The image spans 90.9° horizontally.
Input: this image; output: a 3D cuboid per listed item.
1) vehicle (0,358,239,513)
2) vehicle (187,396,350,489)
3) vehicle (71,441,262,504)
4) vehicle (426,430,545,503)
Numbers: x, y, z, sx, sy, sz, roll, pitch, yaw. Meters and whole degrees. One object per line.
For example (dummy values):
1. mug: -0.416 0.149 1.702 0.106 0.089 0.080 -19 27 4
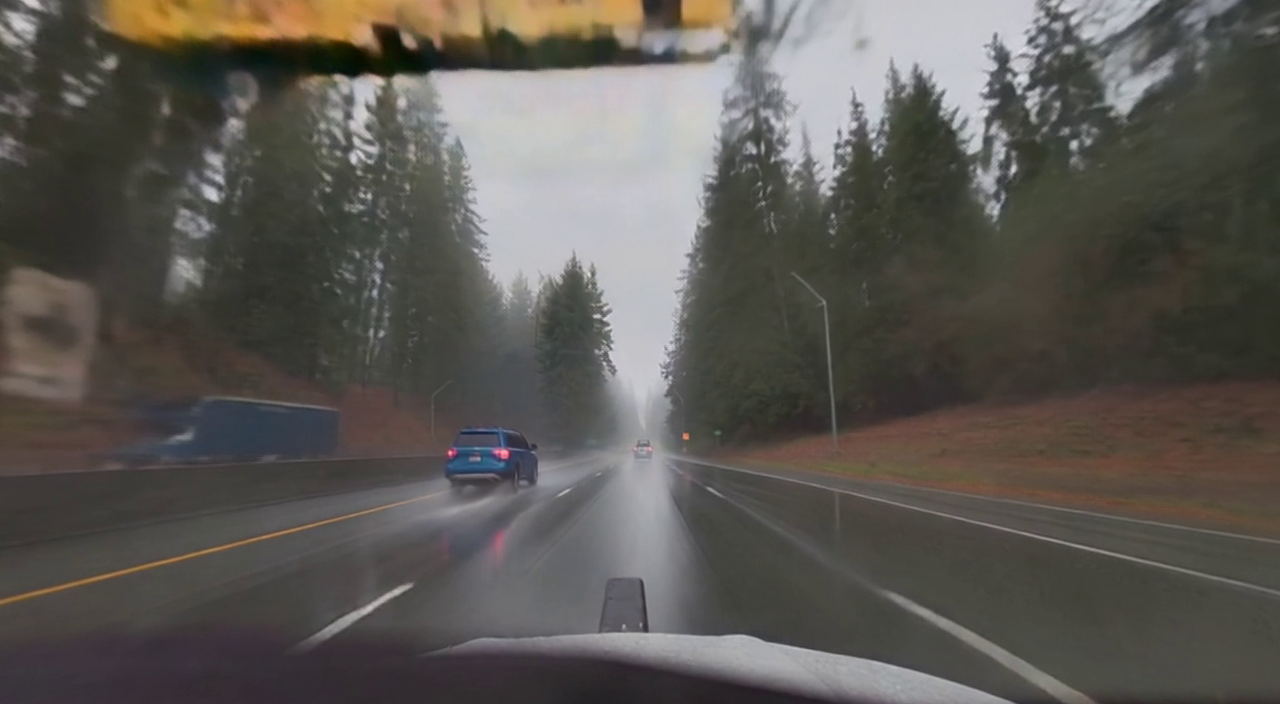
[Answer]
1. vehicle: -17.942 2.785 20.472 2.967 3.942 10.400 0 -8 0
2. vehicle: -17.820 4.466 31.181 2.829 3.952 8.217 0 -8 1
3. vehicle: -13.364 3.377 18.289 1.804 1.556 4.752 0 -8 0
4. vehicle: -4.100 3.102 17.594 2.084 1.752 4.479 0 -8 1
